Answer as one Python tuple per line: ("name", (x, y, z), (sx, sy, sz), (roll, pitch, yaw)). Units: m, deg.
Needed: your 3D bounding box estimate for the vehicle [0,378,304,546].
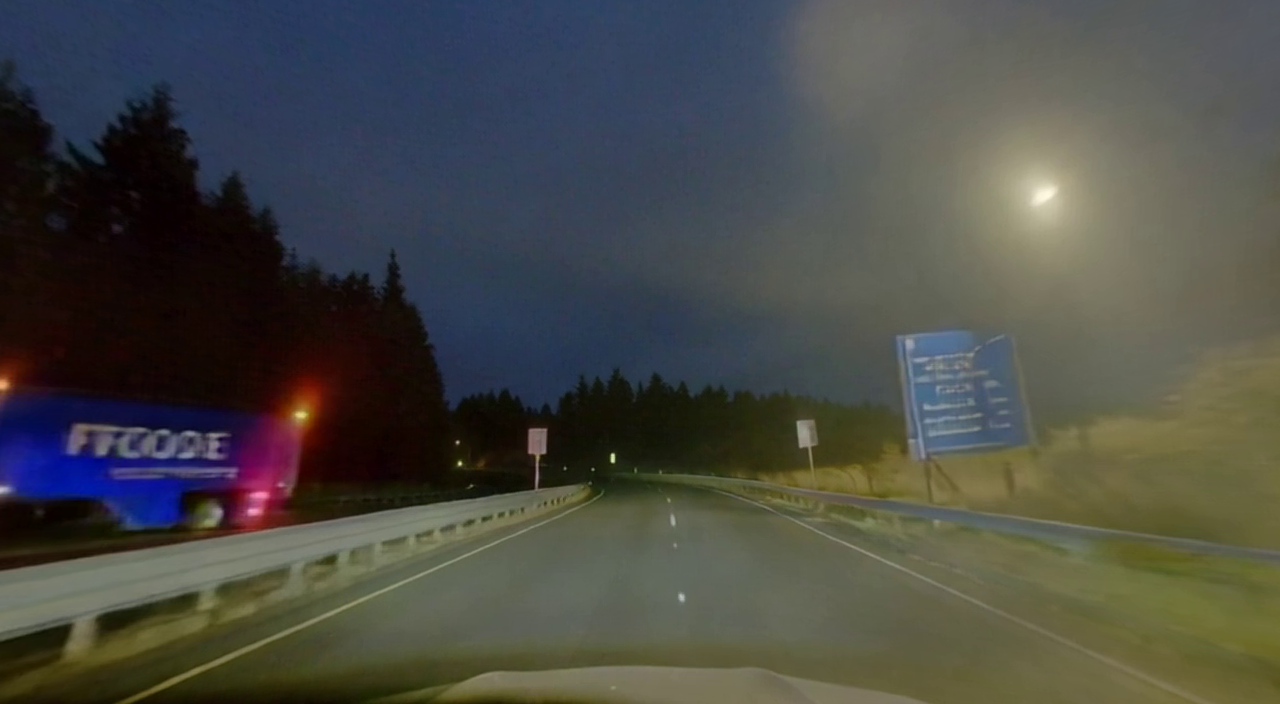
("vehicle", (-15.238, 3.413, 19.392), (2.935, 4.083, 7.922), (-5, -12, 27))
